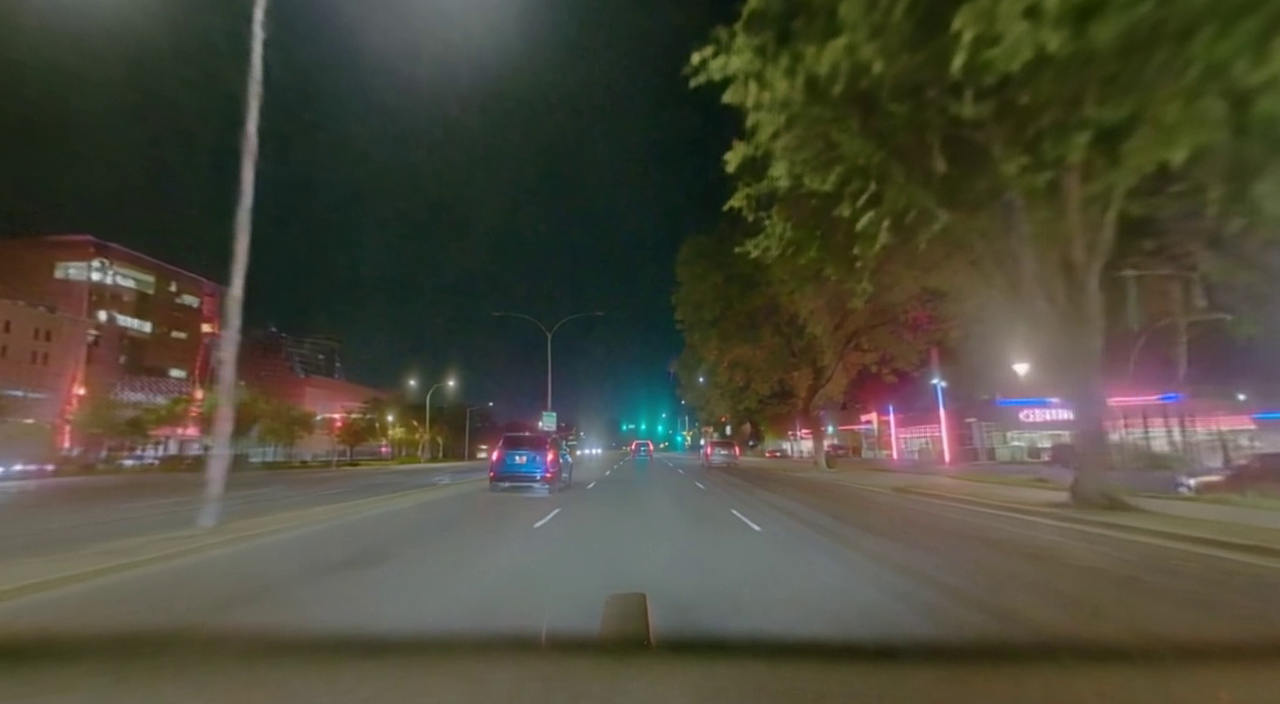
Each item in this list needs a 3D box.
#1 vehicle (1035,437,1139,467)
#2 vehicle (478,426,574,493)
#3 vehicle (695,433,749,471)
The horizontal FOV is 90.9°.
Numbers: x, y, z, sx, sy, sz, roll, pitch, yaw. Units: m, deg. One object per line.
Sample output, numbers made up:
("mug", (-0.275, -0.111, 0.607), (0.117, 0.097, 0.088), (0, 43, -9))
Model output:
("vehicle", (30.197, 6.772, 42.848), (2.274, 1.901, 5.570), (2, -9, -11))
("vehicle", (-3.377, 3.286, 19.588), (2.047, 1.810, 4.414), (0, -8, 1))
("vehicle", (4.106, 5.101, 32.260), (2.083, 1.779, 4.347), (0, -8, -1))
